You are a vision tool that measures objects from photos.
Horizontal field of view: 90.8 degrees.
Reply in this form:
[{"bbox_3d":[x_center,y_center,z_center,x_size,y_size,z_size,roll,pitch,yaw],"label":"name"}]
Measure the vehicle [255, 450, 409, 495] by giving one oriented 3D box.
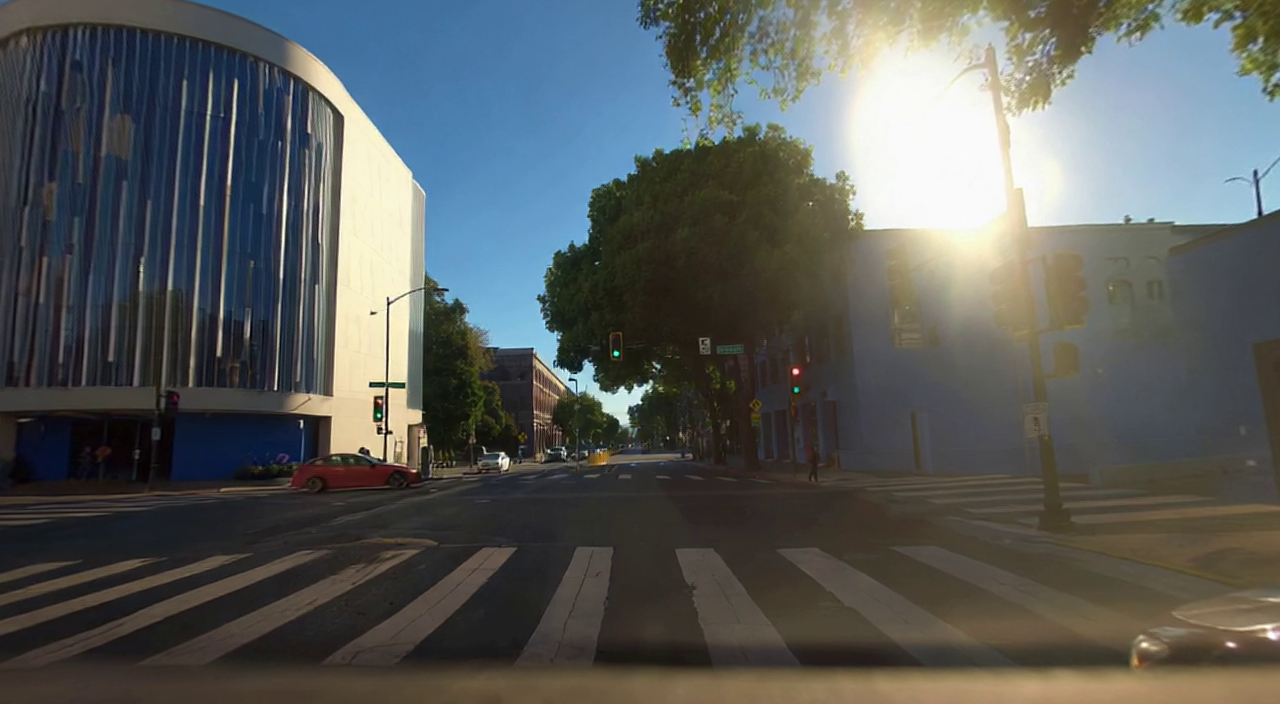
[{"bbox_3d":[-11.222,4.350,23.253,4.833,1.452,2.088,4,-9,-27],"label":"vehicle"}]
